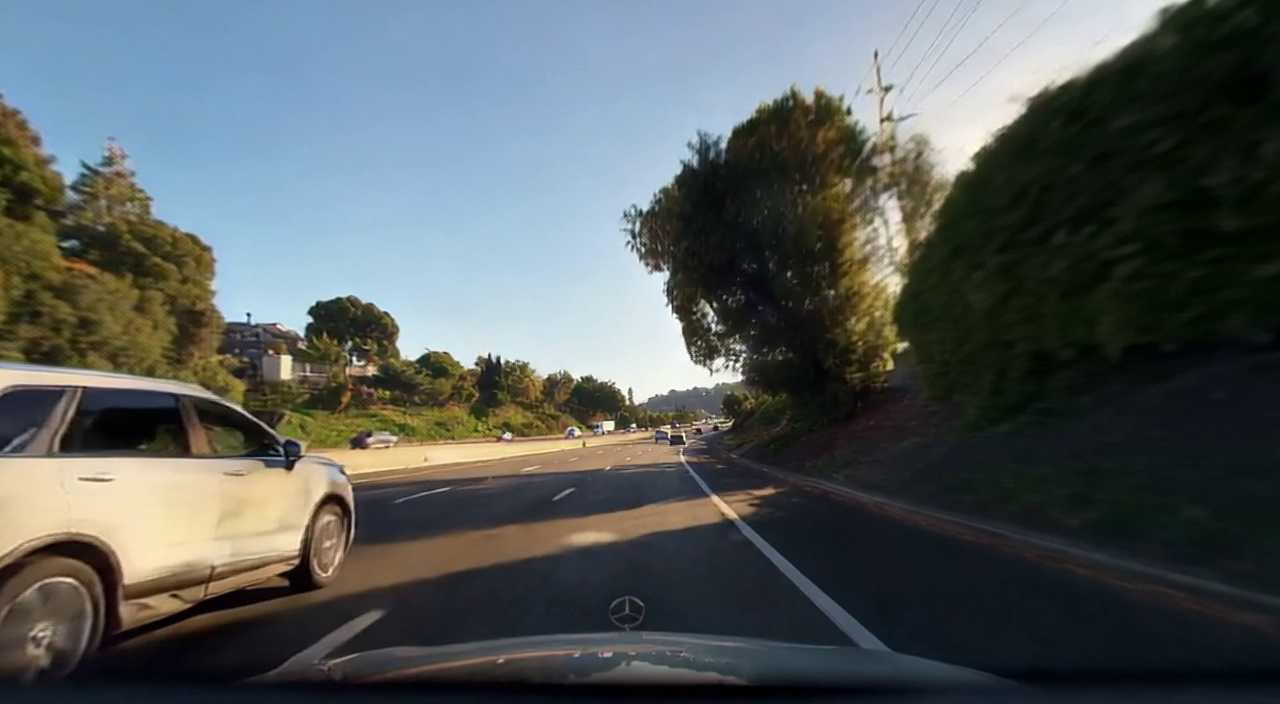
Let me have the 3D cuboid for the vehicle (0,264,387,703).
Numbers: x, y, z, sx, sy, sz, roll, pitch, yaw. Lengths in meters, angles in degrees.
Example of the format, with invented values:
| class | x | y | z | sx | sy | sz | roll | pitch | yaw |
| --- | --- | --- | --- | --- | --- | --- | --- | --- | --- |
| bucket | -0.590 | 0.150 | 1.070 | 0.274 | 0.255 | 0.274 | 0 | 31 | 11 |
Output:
| class | x | y | z | sx | sy | sz | roll | pitch | yaw |
| --- | --- | --- | --- | --- | --- | --- | --- | --- | --- |
| vehicle | -3.586 | 0.797 | 3.533 | 2.136 | 1.975 | 5.037 | 0 | -8 | 1 |
